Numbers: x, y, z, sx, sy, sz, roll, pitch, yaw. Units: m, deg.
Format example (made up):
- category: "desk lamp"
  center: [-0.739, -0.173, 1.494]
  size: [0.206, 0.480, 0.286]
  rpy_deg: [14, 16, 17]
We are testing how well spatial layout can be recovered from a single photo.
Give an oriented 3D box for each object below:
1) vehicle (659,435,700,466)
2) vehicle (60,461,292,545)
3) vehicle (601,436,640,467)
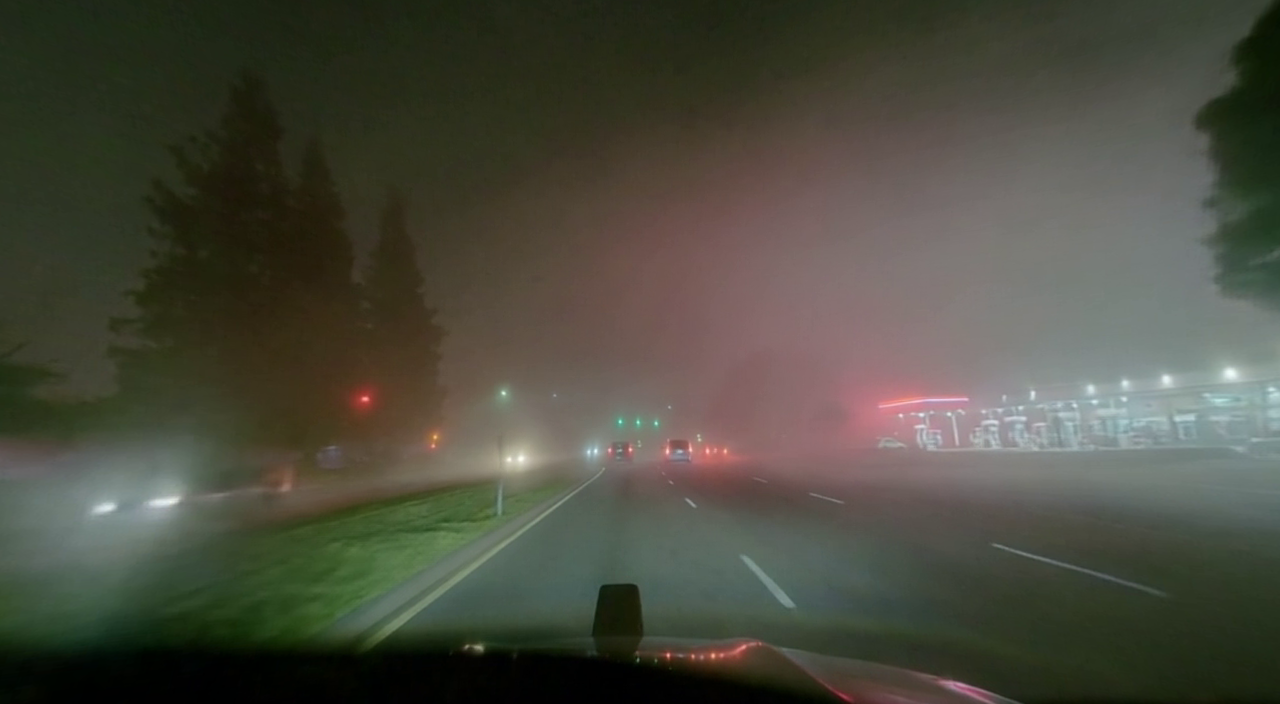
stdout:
- category: "vehicle"
  center: [2.453, 6.283, 40.394]
  size: [2.140, 1.800, 4.660]
  rpy_deg: [0, -8, -2]
- category: "vehicle"
  center: [-10.353, 3.347, 14.703]
  size: [2.052, 1.503, 4.559]
  rpy_deg: [0, -8, -2]
- category: "vehicle"
  center: [-1.290, 6.215, 39.719]
  size: [2.261, 1.820, 4.255]
  rpy_deg: [0, -9, -5]
